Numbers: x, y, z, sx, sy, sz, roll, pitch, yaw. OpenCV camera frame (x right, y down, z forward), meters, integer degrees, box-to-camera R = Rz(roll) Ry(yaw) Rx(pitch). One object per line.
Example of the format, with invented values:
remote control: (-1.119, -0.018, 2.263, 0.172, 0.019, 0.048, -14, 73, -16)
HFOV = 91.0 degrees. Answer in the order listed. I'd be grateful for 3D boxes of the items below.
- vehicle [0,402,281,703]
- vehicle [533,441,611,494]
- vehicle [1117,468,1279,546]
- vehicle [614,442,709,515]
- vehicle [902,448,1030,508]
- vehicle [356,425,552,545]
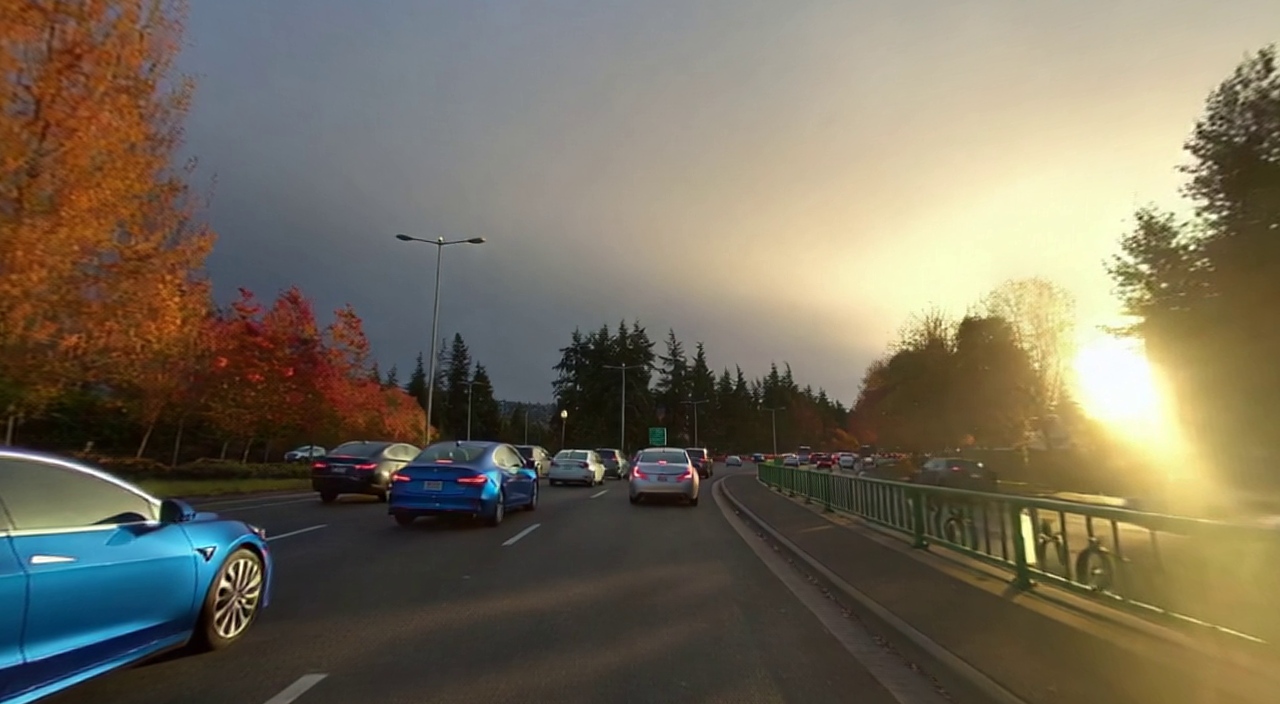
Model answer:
vehicle: (-3.491, 0.898, 2.156, 1.921, 1.503, 4.317, 0, -9, 1)
vehicle: (-2.259, 3.975, 22.109, 1.930, 1.635, 4.260, 0, -9, 4)
vehicle: (14.369, 3.704, 15.565, 1.816, 1.481, 4.422, 0, -9, 2)
vehicle: (0.559, 3.009, 15.530, 2.015, 1.506, 4.276, 0, -9, 3)
vehicle: (10.948, 4.226, 21.652, 2.121, 1.777, 4.755, 0, -9, 4)
vehicle: (-2.958, 2.232, 11.236, 1.979, 1.663, 4.513, 0, -9, 2)
